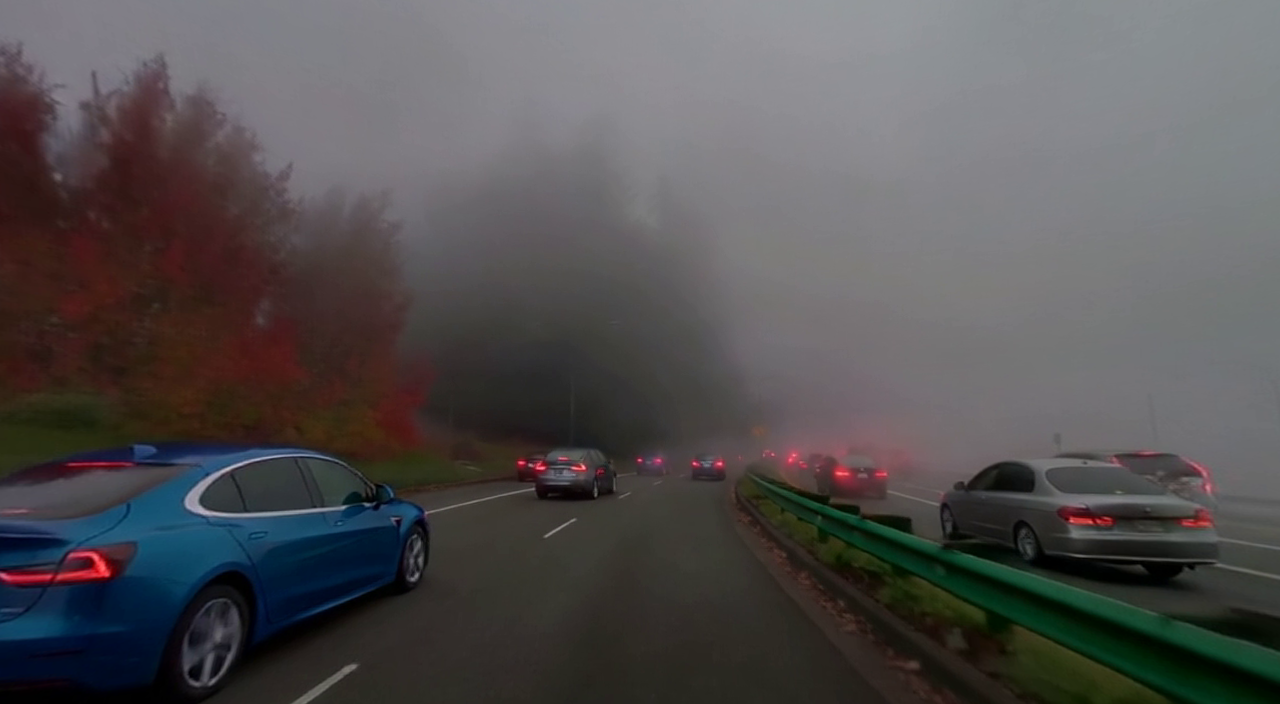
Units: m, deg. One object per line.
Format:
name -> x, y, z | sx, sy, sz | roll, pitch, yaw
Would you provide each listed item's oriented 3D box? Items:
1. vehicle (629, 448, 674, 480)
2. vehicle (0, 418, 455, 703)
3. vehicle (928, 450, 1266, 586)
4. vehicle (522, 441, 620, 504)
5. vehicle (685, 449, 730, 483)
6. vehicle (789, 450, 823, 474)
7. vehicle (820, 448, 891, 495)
vehicle -> 0.716, 6.336, 35.955 | 1.930, 1.635, 4.260 | -1, -9, 9
vehicle -> -3.159, 1.367, 4.948 | 1.921, 1.503, 4.317 | 0, -9, 2
vehicle -> 6.431, 2.309, 9.786 | 1.869, 1.516, 4.753 | 0, -9, 3
vehicle -> -1.954, 3.595, 19.336 | 1.979, 1.663, 4.513 | -1, -9, 7
vehicle -> 3.446, 5.648, 31.535 | 2.015, 1.506, 4.276 | -1, -9, 9
vehicle -> 12.099, 7.982, 46.034 | 1.890, 1.610, 4.045 | -1, -9, 8
vehicle -> 8.335, 4.617, 24.754 | 1.768, 1.634, 4.064 | 0, -9, 6
